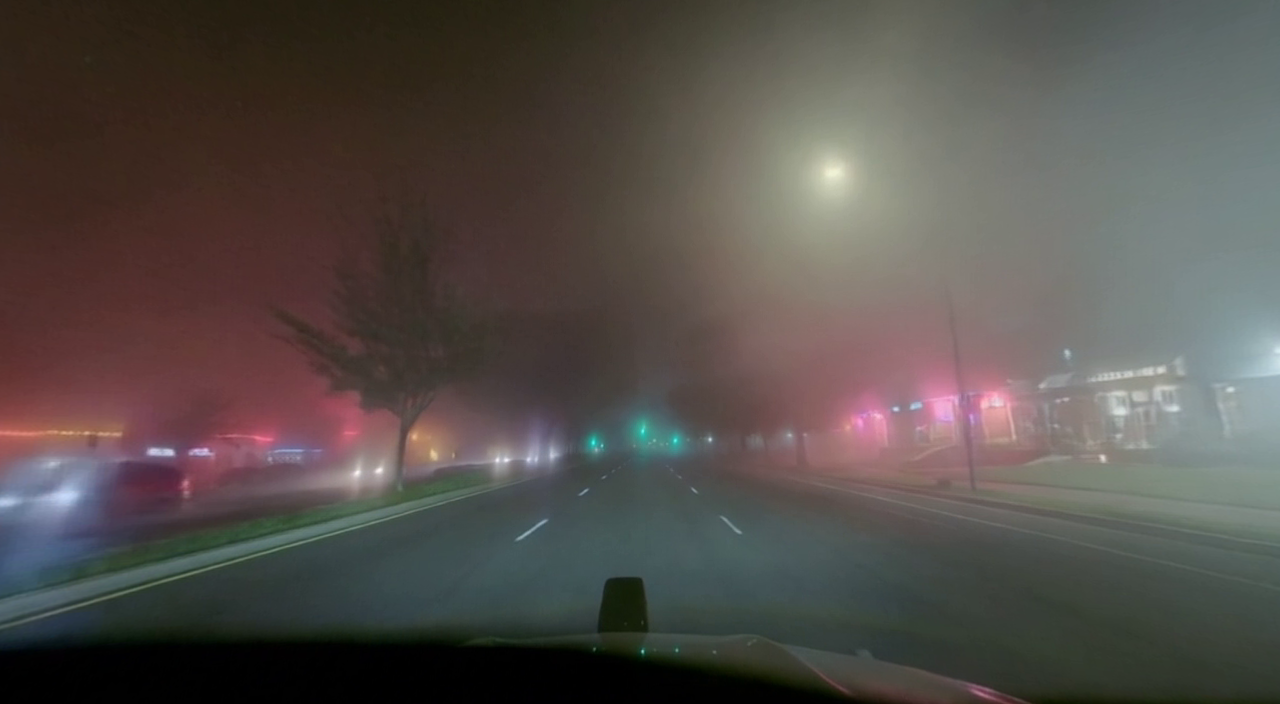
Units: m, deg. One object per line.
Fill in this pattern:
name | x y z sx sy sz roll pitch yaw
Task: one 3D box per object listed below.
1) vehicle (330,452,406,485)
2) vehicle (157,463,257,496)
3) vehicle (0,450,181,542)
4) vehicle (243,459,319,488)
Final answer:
vehicle | -14.349 6.159 33.599 1.975 1.499 4.658 -2 -8 0
vehicle | -21.979 6.459 32.237 1.866 1.444 4.407 0 -8 2
vehicle | -11.808 2.764 12.353 2.070 1.500 4.724 -4 -8 1
vehicle | -21.738 7.348 38.388 1.885 1.504 4.359 -1 -8 2
